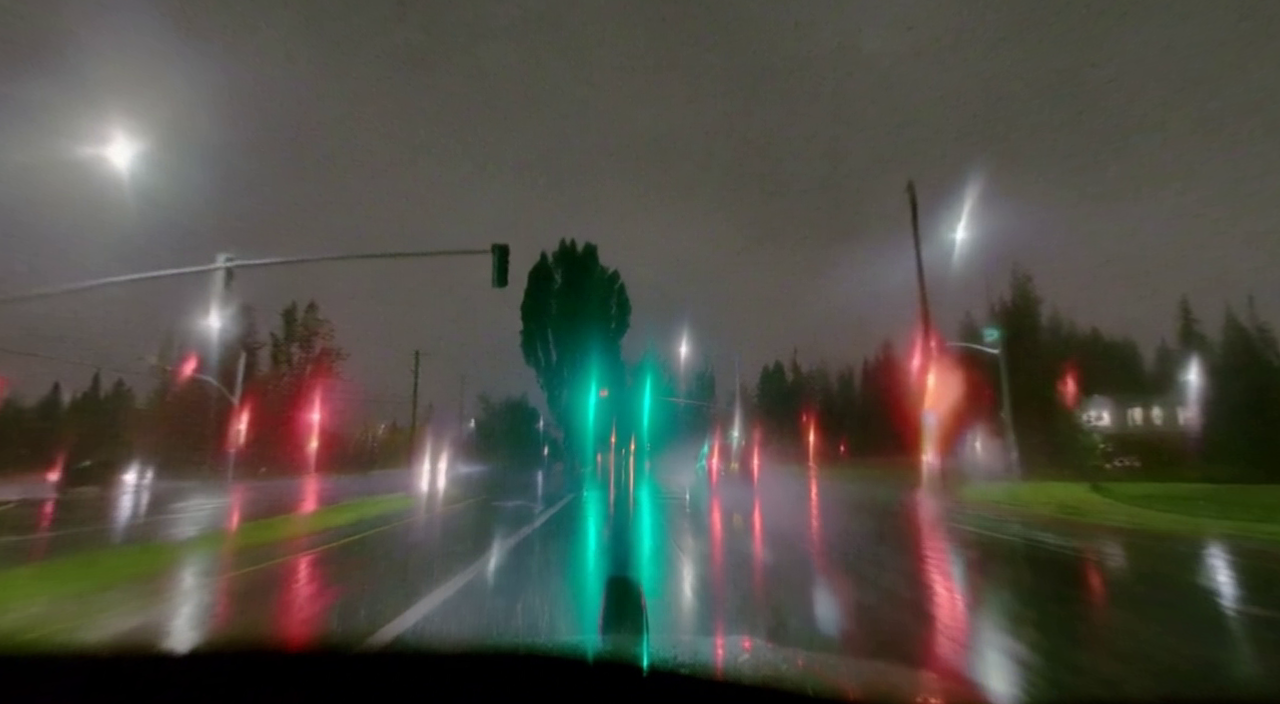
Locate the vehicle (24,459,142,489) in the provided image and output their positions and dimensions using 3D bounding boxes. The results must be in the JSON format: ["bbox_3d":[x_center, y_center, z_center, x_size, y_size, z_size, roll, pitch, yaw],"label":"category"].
[{"bbox_3d":[-29.972,6.537,34.022,4.447,1.499,1.984,0,-8,-1],"label":"vehicle"}]

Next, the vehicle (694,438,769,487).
[{"bbox_3d":[3.561,4.393,25.400,2.240,1.781,4.433,0,-8,-2],"label":"vehicle"}]
